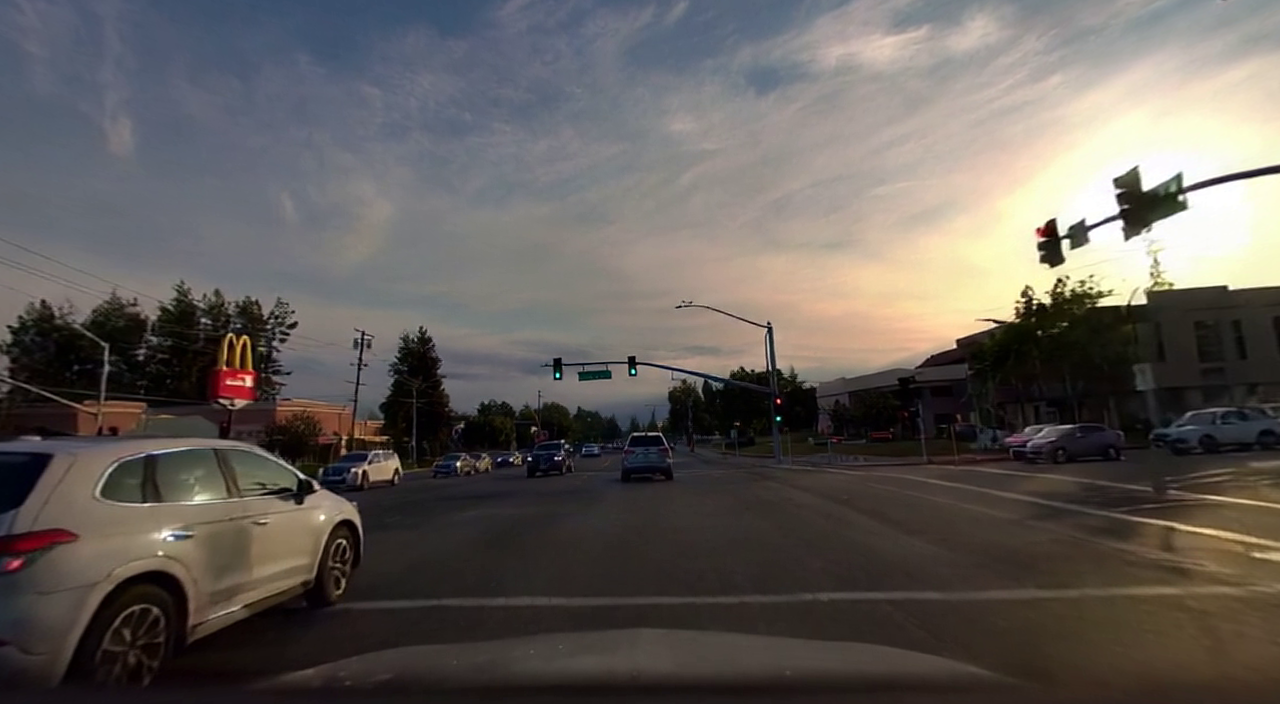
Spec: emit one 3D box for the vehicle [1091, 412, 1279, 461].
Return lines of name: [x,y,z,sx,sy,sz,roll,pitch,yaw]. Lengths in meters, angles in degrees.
vehicle: [17.420,2.723,20.231,4.430,1.480,1.923,0,-9,-1]

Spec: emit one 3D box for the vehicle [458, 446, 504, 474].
vehicle: [-11.250,7.652,45.035,2.022,1.825,4.744,0,-9,0]

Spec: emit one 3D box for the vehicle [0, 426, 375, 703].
vehicle: [-3.569,1.239,3.887,1.996,1.463,4.094,0,-9,1]

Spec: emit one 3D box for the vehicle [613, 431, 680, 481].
vehicle: [0.199,4.304,26.369,2.513,1.854,5.235,0,-9,-1]

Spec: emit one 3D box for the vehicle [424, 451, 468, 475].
vehicle: [-15.176,8.687,49.525,1.935,1.691,4.738,0,-9,0]
